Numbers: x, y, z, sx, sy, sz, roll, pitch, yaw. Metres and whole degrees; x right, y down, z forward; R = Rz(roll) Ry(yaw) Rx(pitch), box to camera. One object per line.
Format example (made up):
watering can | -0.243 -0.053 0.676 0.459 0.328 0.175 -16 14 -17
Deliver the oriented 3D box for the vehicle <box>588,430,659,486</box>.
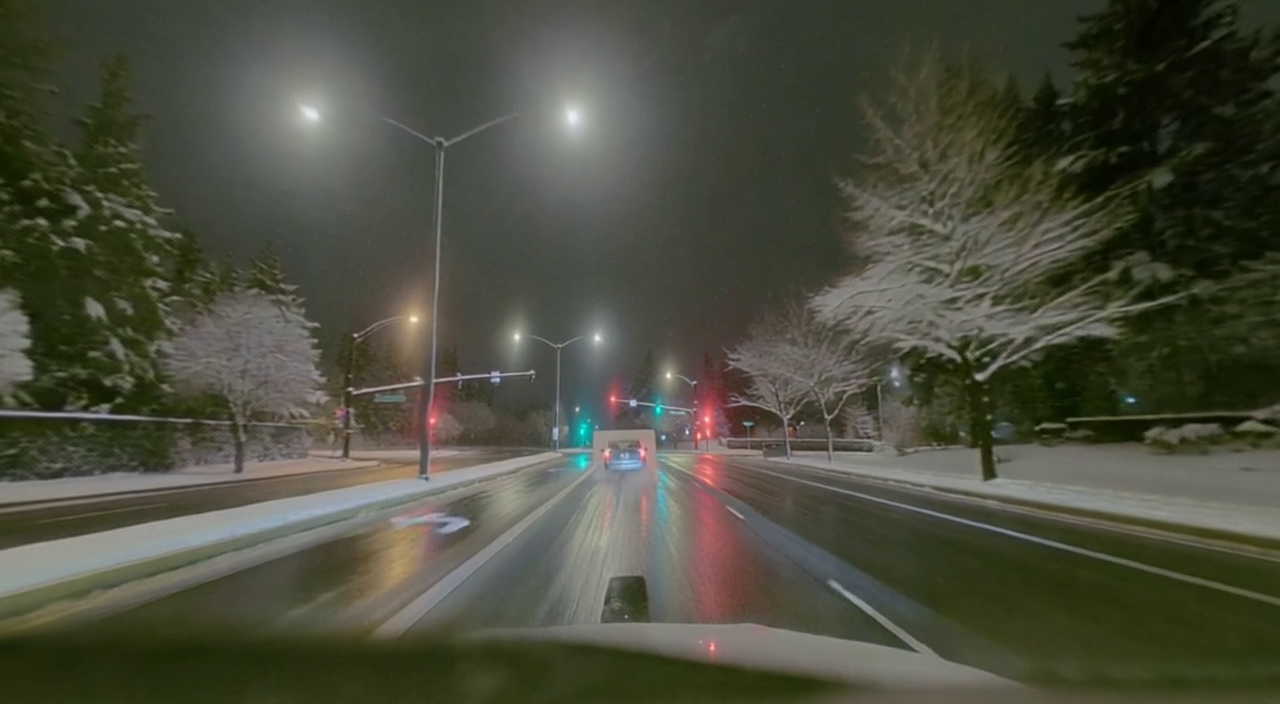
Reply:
vehicle | -0.548 3.600 21.656 2.192 1.734 4.176 0 -8 -1
